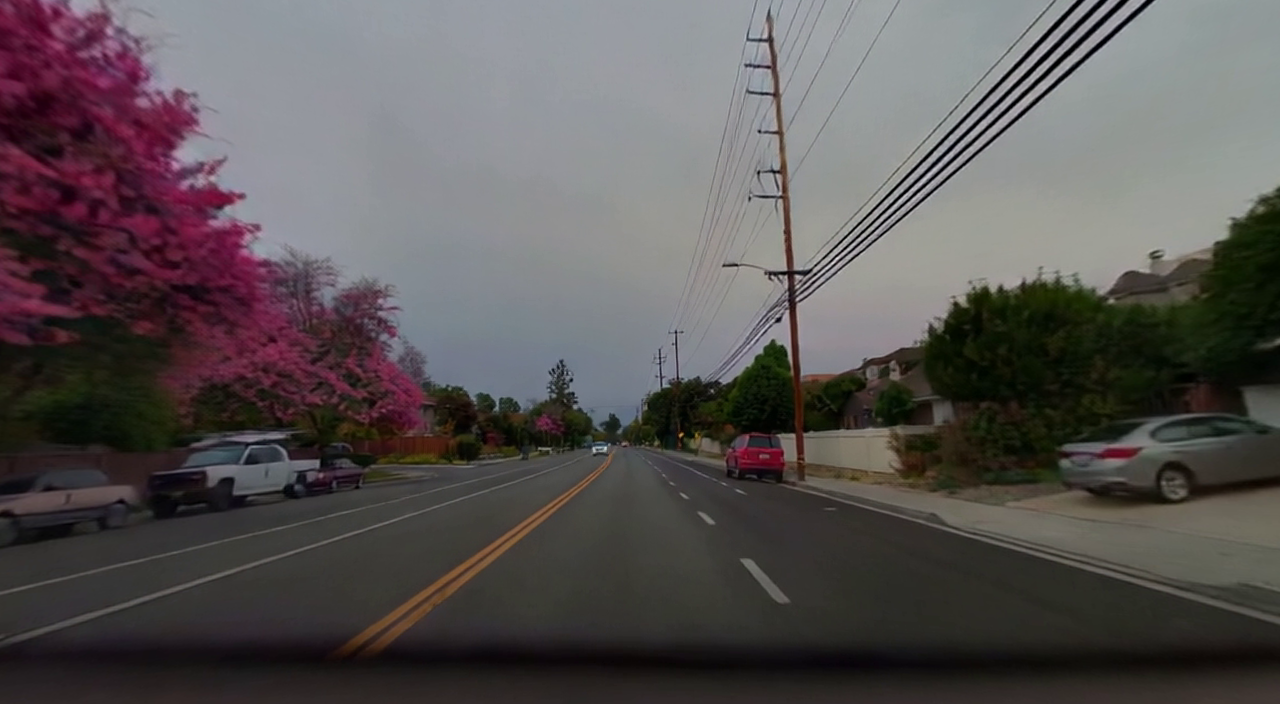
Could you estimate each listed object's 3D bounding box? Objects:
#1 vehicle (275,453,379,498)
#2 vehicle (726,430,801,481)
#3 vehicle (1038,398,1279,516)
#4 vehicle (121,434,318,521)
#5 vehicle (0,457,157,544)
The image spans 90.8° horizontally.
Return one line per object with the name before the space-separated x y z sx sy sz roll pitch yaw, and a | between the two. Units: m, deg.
vehicle | -13.298 5.247 27.247 2.106 1.606 4.804 -1 -8 0
vehicle | 5.306 4.524 27.918 2.238 1.995 5.491 0 -8 0
vehicle | 10.640 1.935 12.013 4.598 1.892 1.990 -3 -8 3
vehicle | -13.018 3.816 20.267 2.331 2.265 5.888 -2 -7 -1
vehicle | -13.220 3.085 13.526 2.041 1.573 4.575 0 -8 1
